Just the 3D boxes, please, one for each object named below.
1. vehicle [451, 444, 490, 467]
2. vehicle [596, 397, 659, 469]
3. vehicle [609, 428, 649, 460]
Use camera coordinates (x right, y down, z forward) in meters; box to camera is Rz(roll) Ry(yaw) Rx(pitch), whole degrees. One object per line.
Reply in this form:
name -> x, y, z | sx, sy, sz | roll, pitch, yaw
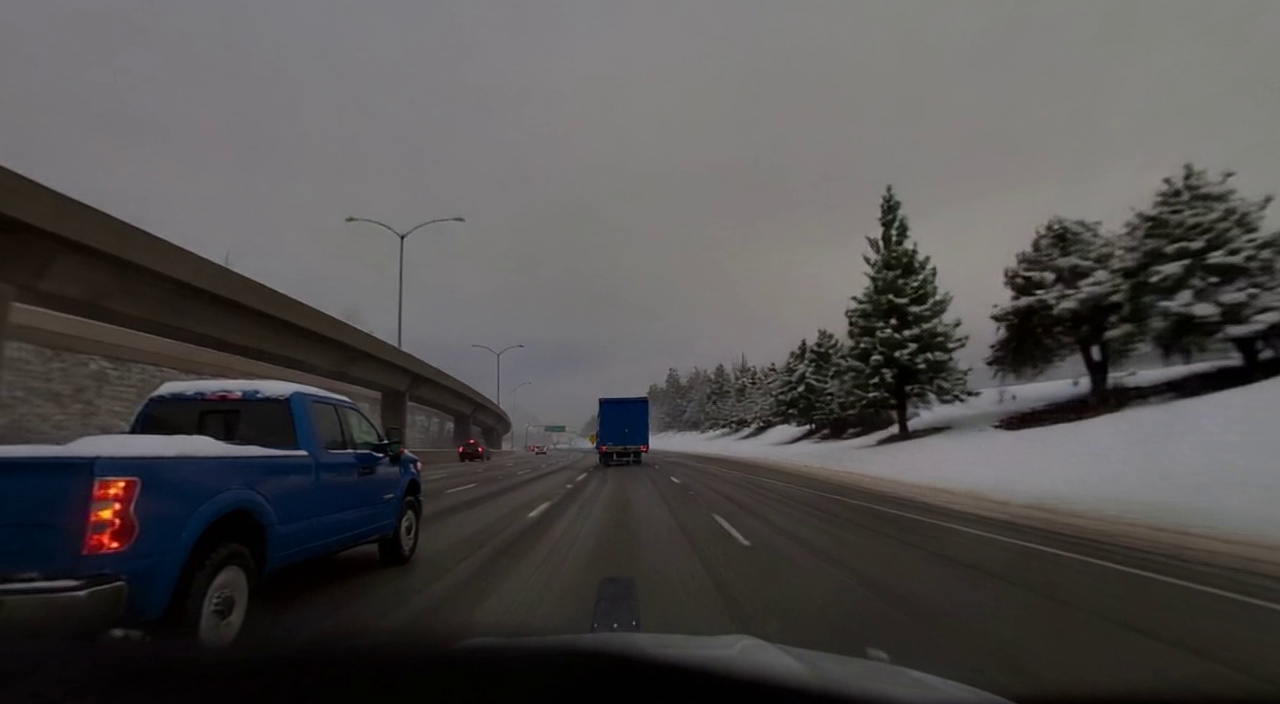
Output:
vehicle -> -12.807, 7.833, 47.992 | 1.919, 1.625, 4.183 | 0, -8, -2
vehicle -> -0.941, 5.057, 38.121 | 3.233, 3.678, 11.032 | 0, -9, -3
vehicle -> -0.651, 5.095, 34.902 | 2.052, 1.666, 4.358 | 0, -8, -3
